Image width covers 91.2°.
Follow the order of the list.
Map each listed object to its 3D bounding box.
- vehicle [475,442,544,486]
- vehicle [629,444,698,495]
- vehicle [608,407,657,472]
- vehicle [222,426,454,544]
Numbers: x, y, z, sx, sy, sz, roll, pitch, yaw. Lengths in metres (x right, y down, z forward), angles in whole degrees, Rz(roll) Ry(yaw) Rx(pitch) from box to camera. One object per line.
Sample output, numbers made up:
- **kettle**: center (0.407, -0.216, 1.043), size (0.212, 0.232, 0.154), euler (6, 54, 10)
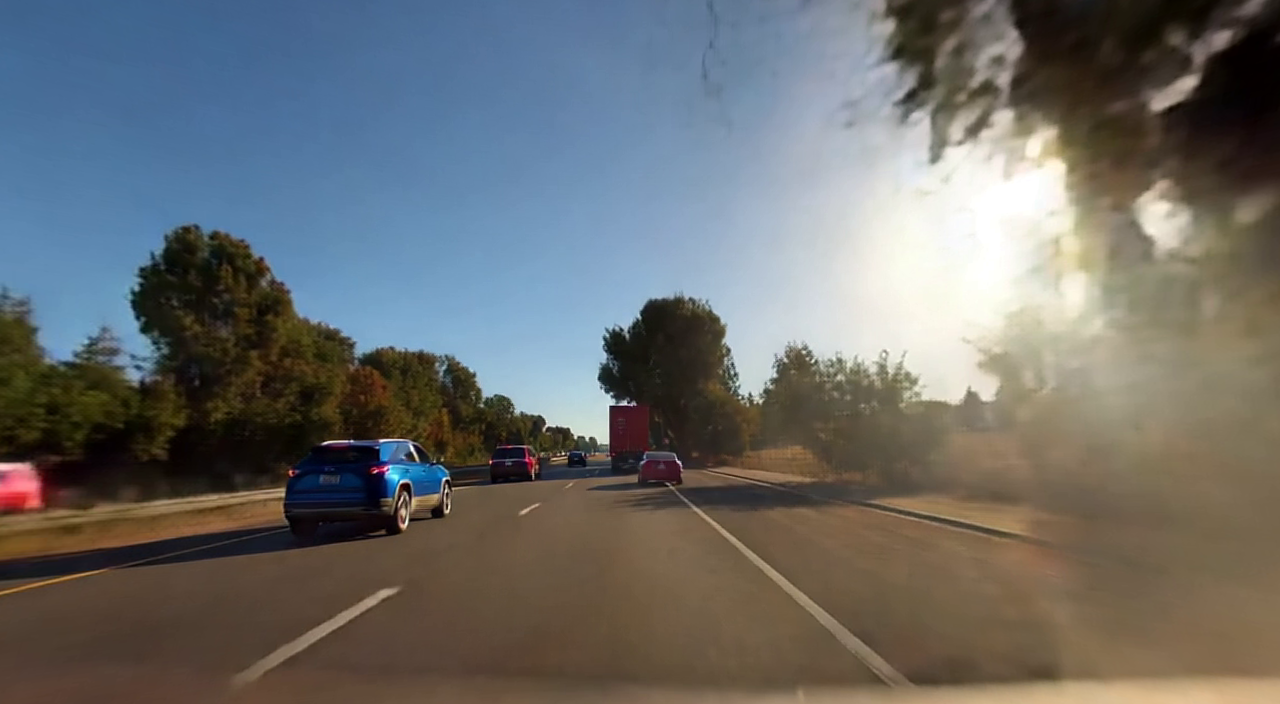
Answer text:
- **vehicle**: center (-5.272, 4.583, 25.930), size (2.035, 1.664, 4.064), euler (0, -9, -1)
- **vehicle**: center (0.674, 3.862, 20.974), size (2.026, 1.489, 4.045), euler (0, -9, -2)
- **vehicle**: center (-0.745, 6.367, 45.109), size (3.113, 4.066, 10.786), euler (0, -9, -3)
- **vehicle**: center (-4.968, 2.241, 11.154), size (2.100, 1.671, 4.105), euler (0, -9, -1)
